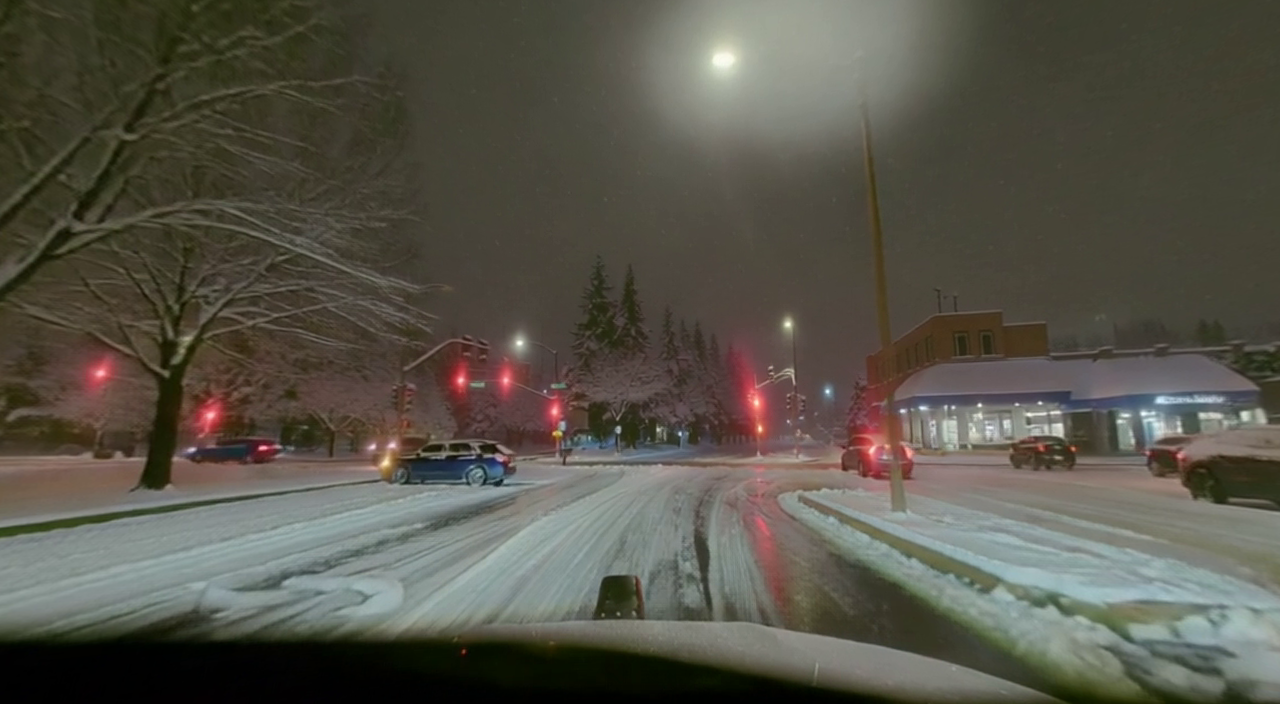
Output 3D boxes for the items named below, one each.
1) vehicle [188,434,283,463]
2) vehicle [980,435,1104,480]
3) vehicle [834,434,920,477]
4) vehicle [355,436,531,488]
[{"bbox_3d":[-25.793,6.142,40.420,4.906,1.784,1.913,5,-9,-32],"label":"vehicle"},{"bbox_3d":[14.673,3.832,23.402,1.951,1.491,4.359,0,-8,4],"label":"vehicle"},{"bbox_3d":[9.238,4.046,25.091,2.061,1.519,4.794,-1,-8,6],"label":"vehicle"},{"bbox_3d":[-6.063,3.380,19.748,4.792,1.468,2.116,-1,-8,11],"label":"vehicle"}]
